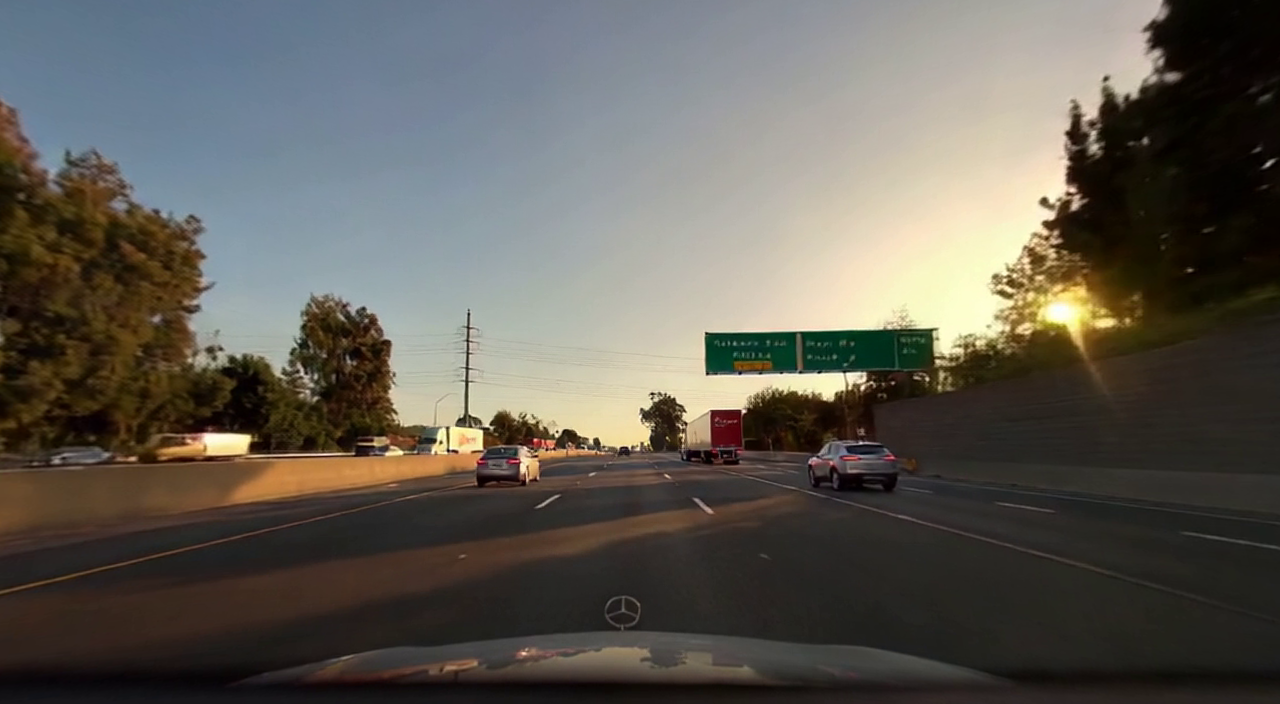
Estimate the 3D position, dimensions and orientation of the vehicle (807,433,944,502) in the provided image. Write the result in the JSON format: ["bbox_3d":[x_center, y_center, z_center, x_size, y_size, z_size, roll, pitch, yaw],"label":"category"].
[{"bbox_3d":[6.256,3.122,17.443,1.991,1.647,4.409,0,-9,-1],"label":"vehicle"}]

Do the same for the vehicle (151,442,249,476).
[{"bbox_3d":[-19.630,4.784,28.405,1.847,1.440,3.572,0,-9,-1],"label":"vehicle"}]

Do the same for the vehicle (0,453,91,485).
[{"bbox_3d":[-27.598,5.346,29.073,1.768,1.355,3.208,0,-9,-1],"label":"vehicle"}]

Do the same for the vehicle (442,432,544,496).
[{"bbox_3d":[-4.157,3.250,18.607,2.027,1.651,4.099,0,-9,0],"label":"vehicle"}]
